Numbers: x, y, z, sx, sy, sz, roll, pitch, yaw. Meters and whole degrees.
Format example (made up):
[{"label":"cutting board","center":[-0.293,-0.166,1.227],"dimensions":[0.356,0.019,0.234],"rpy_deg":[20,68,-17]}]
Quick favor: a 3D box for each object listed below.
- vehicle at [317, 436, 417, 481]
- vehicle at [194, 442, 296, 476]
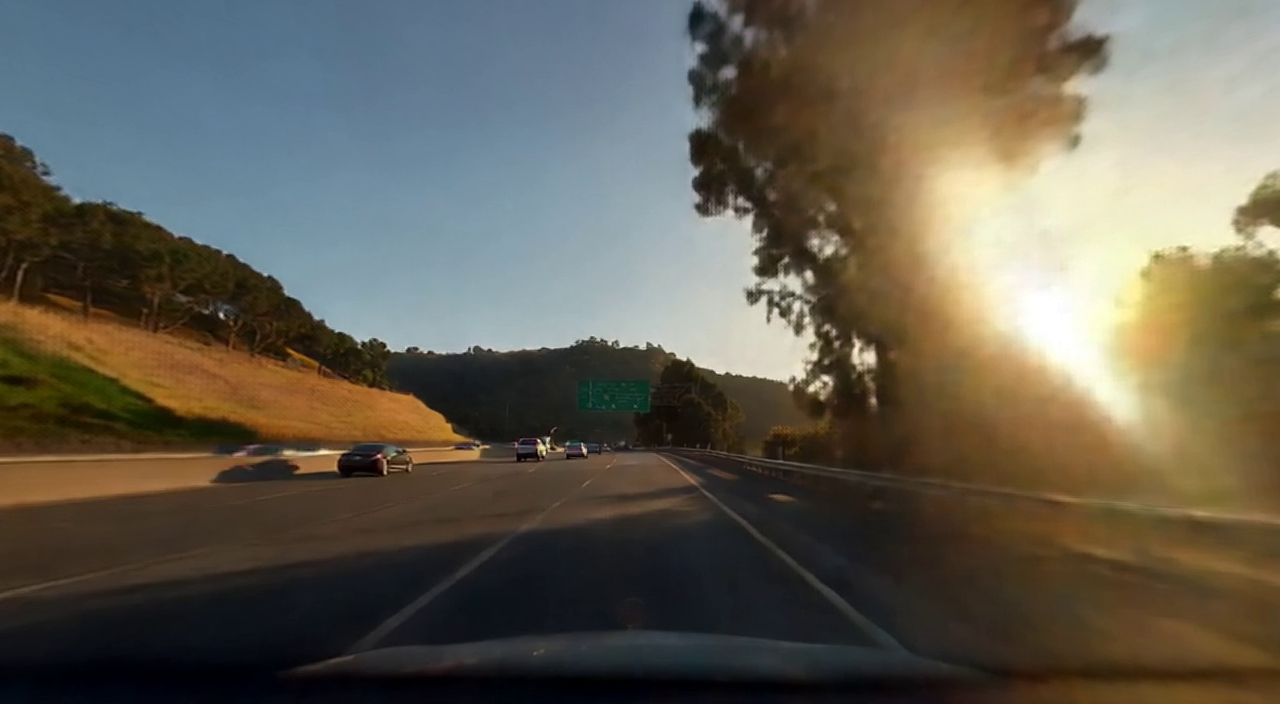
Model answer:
[{"label":"vehicle","center":[-10.896,4.252,25.446],"dimensions":[2.001,1.625,4.528],"rpy_deg":[0,-8,0]},{"label":"vehicle","center":[-18.467,4.983,29.616],"dimensions":[1.847,1.474,4.504],"rpy_deg":[0,-8,1]}]
